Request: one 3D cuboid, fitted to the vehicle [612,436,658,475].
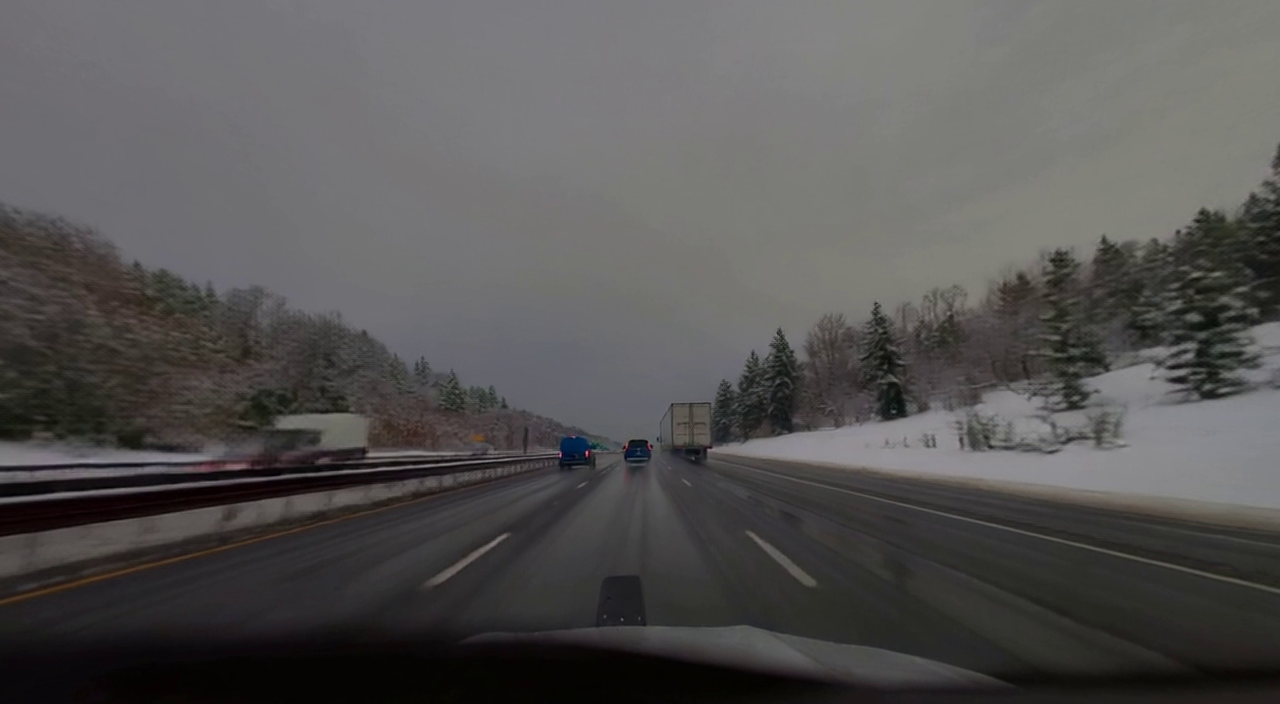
[{"bbox_3d":[-0.242,5.301,32.340,2.209,1.825,4.036,0,-9,0],"label":"vehicle"}]

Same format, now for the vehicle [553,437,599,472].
[{"bbox_3d":[-3.827,6.243,38.460,2.167,1.991,5.062,-1,-9,1],"label":"vehicle"}]

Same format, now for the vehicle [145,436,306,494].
[{"bbox_3d":[-11.777,3.225,18.303,1.806,1.465,4.136,0,-9,1],"label":"vehicle"}]

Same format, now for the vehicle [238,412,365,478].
[{"bbox_3d":[-15.429,4.343,29.341,2.271,2.672,6.428,0,-9,0],"label":"vehicle"}]
